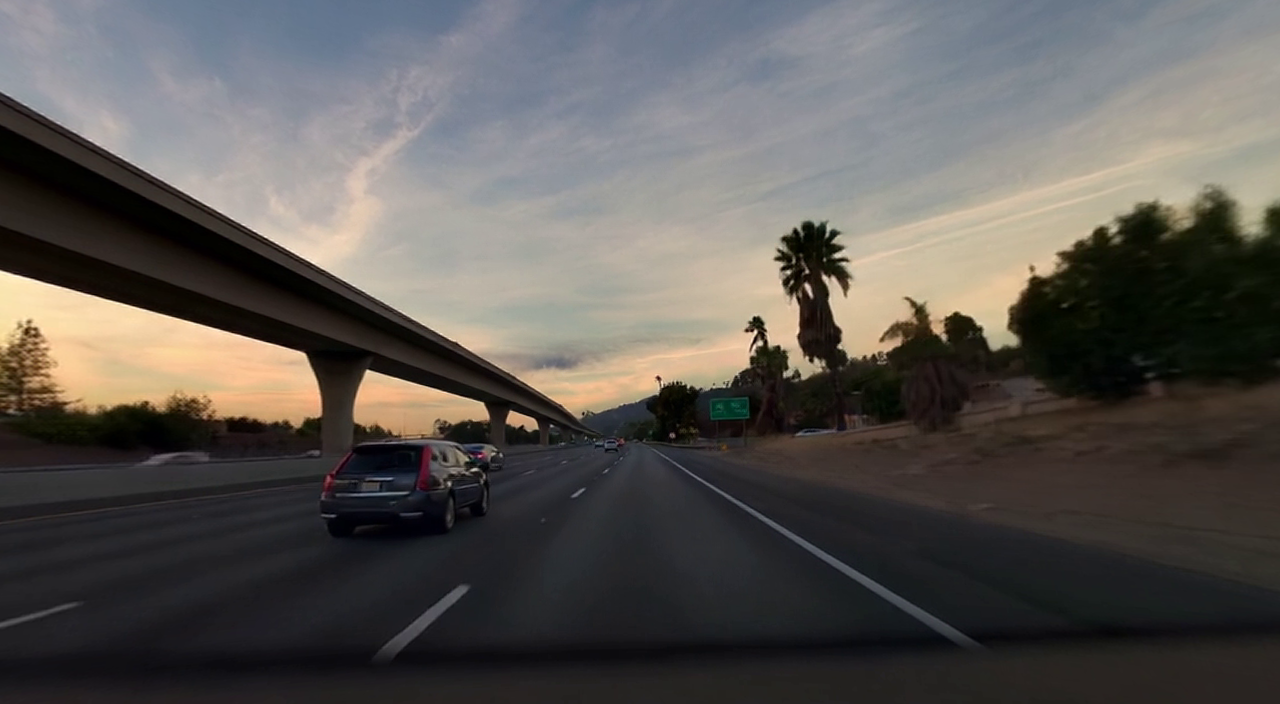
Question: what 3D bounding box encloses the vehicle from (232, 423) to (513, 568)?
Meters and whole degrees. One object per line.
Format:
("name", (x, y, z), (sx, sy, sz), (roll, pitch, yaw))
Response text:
("vehicle", (-3.298, 1.861, 9.066), (1.978, 1.499, 4.695), (0, -8, 0))
